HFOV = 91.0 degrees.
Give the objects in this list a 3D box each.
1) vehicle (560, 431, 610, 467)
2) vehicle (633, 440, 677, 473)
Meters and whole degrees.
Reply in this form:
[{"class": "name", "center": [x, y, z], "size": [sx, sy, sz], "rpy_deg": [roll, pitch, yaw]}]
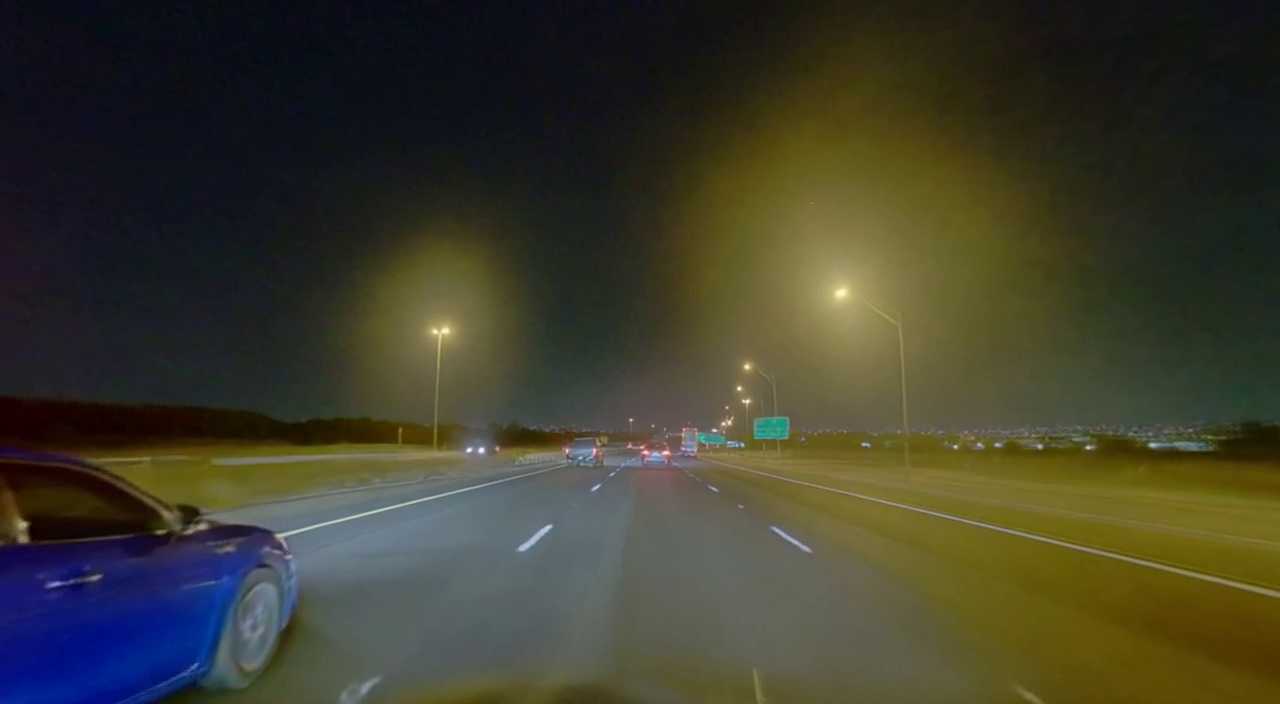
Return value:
[{"class": "vehicle", "center": [-3.095, 5.624, 36.484], "size": [2.264, 1.901, 4.647], "rpy_deg": [-1, -9, 2]}, {"class": "vehicle", "center": [0.760, 5.282, 32.092], "size": [2.086, 1.548, 4.325], "rpy_deg": [0, -9, 1]}]
